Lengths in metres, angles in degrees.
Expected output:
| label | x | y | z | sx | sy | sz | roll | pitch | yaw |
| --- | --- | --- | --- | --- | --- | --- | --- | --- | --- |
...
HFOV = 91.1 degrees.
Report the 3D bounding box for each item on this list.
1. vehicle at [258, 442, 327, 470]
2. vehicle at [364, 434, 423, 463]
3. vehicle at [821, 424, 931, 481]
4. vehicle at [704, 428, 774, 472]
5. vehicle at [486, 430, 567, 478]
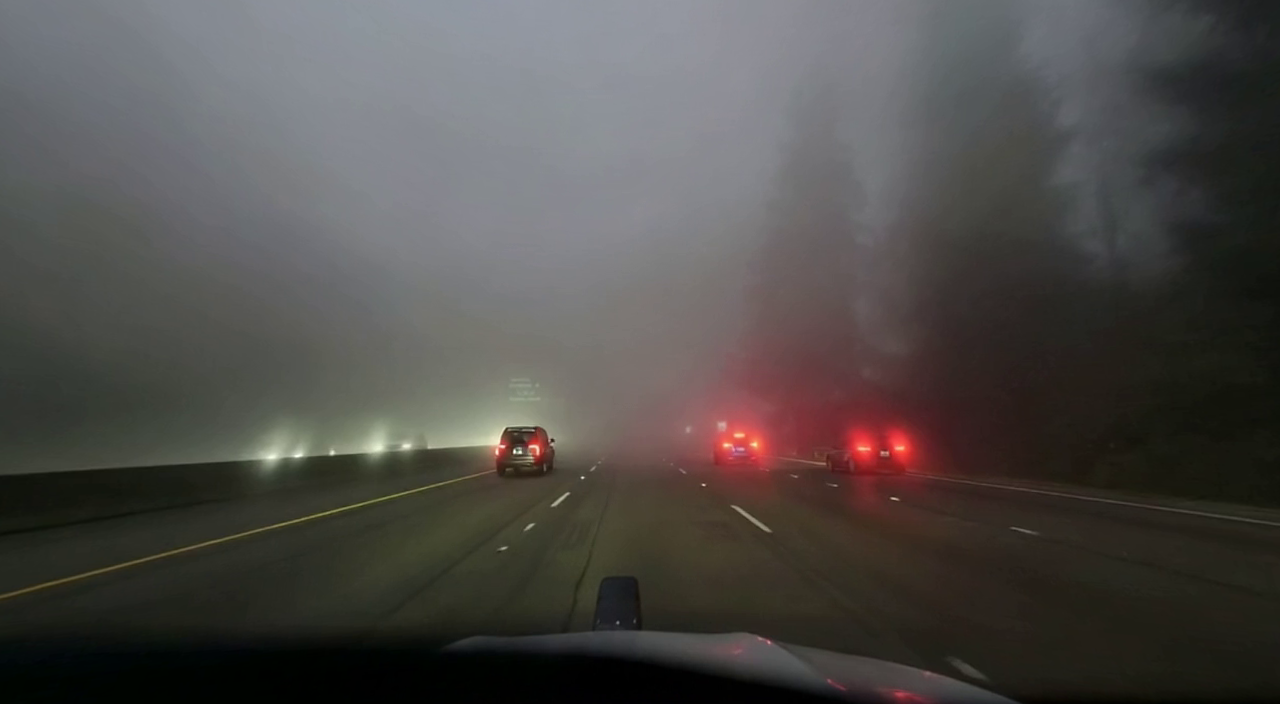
| label | x | y | z | sx | sy | sz | roll | pitch | yaw |
| --- | --- | --- | --- | --- | --- | --- | --- | --- | --- |
| vehicle | -20.977 | 6.291 | 38.136 | 1.848 | 1.544 | 4.103 | 0 | -8 | -1 |
| vehicle | -16.819 | 6.587 | 43.205 | 2.083 | 1.902 | 4.873 | 0 | -8 | -1 |
| vehicle | 7.452 | 3.186 | 20.316 | 1.956 | 1.634 | 3.935 | 0 | -8 | -1 |
| vehicle | 3.847 | 3.872 | 25.133 | 2.011 | 1.576 | 4.060 | 0 | -8 | -2 |
| vehicle | -3.741 | 3.442 | 21.552 | 2.032 | 1.465 | 4.316 | 0 | -8 | -1 |
